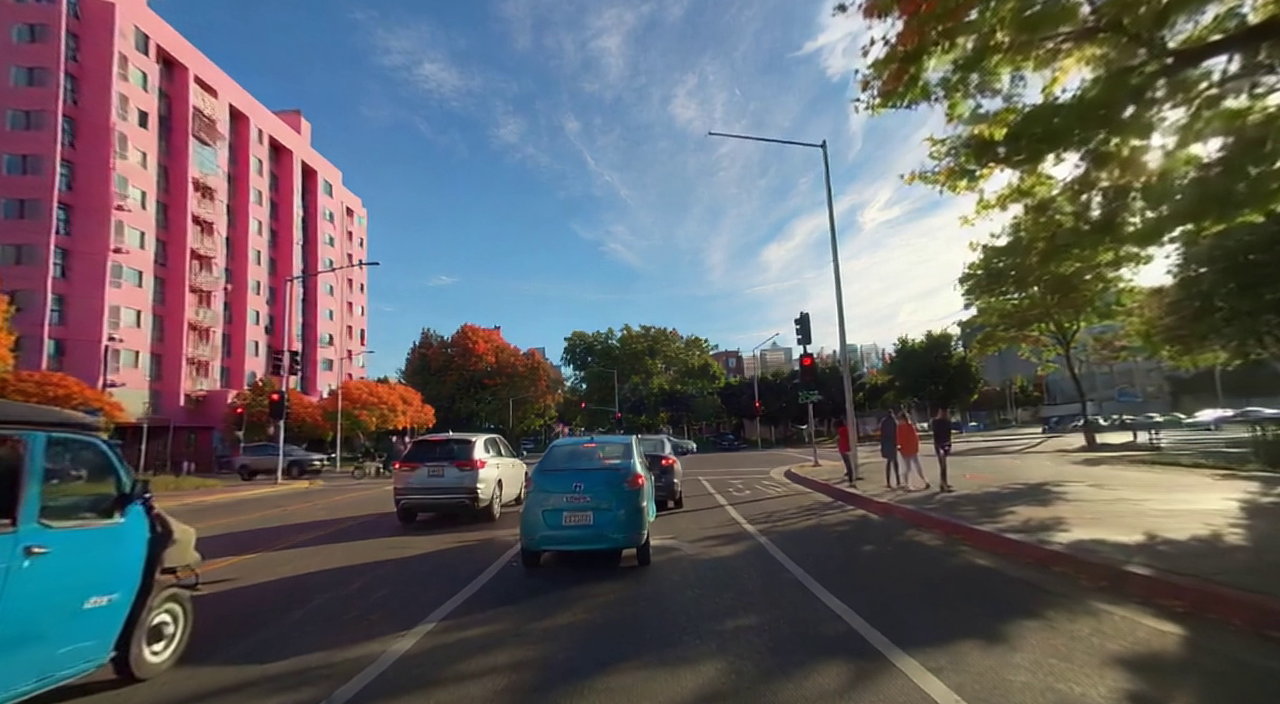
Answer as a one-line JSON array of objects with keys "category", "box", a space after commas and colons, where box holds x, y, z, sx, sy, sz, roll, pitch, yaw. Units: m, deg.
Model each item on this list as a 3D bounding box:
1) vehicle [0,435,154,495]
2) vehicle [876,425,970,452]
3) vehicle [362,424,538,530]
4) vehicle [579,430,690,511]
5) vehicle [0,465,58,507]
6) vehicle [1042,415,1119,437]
[{"category": "vehicle", "box": [-28.857, 5.756, 32.439, 5.890, 2.393, 2.346, -5, -7, 0]}, {"category": "vehicle", "box": [16.501, 5.084, 36.820, 4.661, 1.456, 1.862, -6, -10, 32]}, {"category": "vehicle", "box": [-3.281, 2.248, 11.867, 1.935, 1.615, 4.073, -1, -9, 2]}, {"category": "vehicle", "box": [-0.060, 2.483, 13.646, 2.025, 1.458, 4.085, -1, -9, 1]}, {"category": "vehicle", "box": [-24.166, 5.157, 24.389, 1.495, 1.345, 3.336, 3, -8, -27]}, {"category": "vehicle", "box": [30.847, 5.232, 44.198, 1.751, 1.420, 4.027, 7, -11, -42]}]
